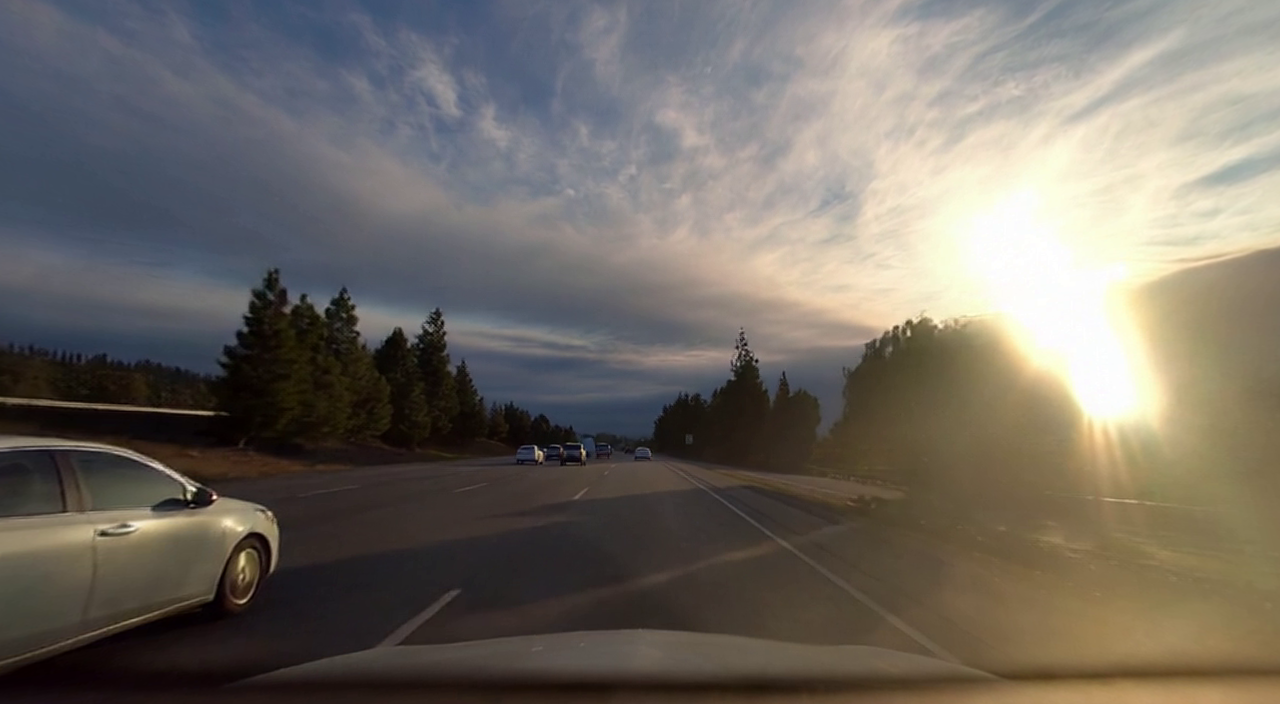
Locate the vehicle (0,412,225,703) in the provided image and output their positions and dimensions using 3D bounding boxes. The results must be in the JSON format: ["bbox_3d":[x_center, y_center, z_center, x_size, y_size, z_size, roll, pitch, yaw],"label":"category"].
[{"bbox_3d":[-3.837,0.900,2.003,1.965,1.485,4.460,0,-9,0],"label":"vehicle"}]

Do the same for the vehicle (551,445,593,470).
[{"bbox_3d":[-4.094,6.439,38.604,2.120,1.458,4.031,0,-9,0],"label":"vehicle"}]
